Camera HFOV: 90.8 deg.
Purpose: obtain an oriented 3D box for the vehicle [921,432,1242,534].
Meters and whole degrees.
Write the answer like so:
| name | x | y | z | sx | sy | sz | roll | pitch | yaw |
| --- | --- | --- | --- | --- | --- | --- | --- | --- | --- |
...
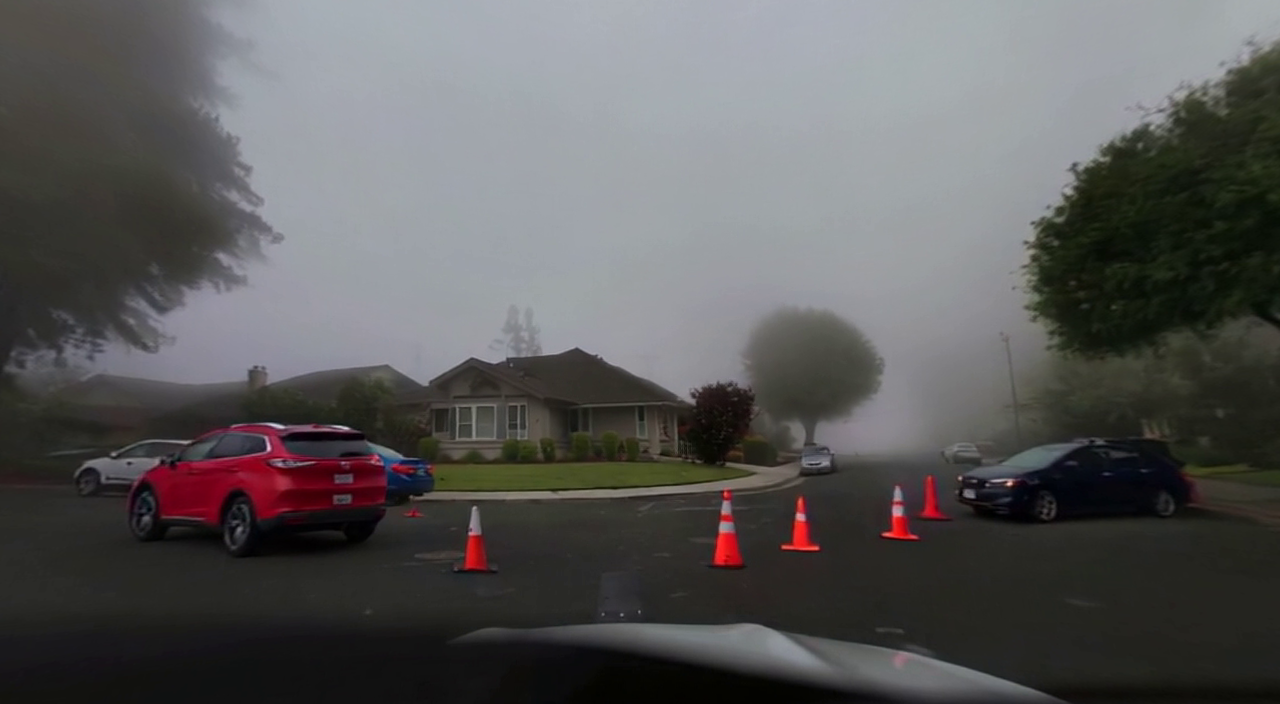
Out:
| name | x | y | z | sx | sy | sz | roll | pitch | yaw |
| --- | --- | --- | --- | --- | --- | --- | --- | --- | --- |
| vehicle | 8.045 | 2.333 | 11.768 | 4.656 | 1.577 | 2.099 | 1 | -8 | -10 |

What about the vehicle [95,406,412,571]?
| name | x | y | z | sx | sy | sz | roll | pitch | yaw |
| --- | --- | --- | --- | --- | --- | --- | --- | --- | --- |
| vehicle | -5.544 | 1.785 | 8.997 | 4.094 | 1.748 | 2.350 | -6 | -10 | 36 |

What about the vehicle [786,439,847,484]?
| name | x | y | z | sx | sy | sz | roll | pitch | yaw |
| --- | --- | --- | --- | --- | --- | --- | --- | --- | --- |
| vehicle | 7.686 | 4.656 | 27.207 | 2.014 | 1.742 | 4.297 | -3 | -9 | 22 |
